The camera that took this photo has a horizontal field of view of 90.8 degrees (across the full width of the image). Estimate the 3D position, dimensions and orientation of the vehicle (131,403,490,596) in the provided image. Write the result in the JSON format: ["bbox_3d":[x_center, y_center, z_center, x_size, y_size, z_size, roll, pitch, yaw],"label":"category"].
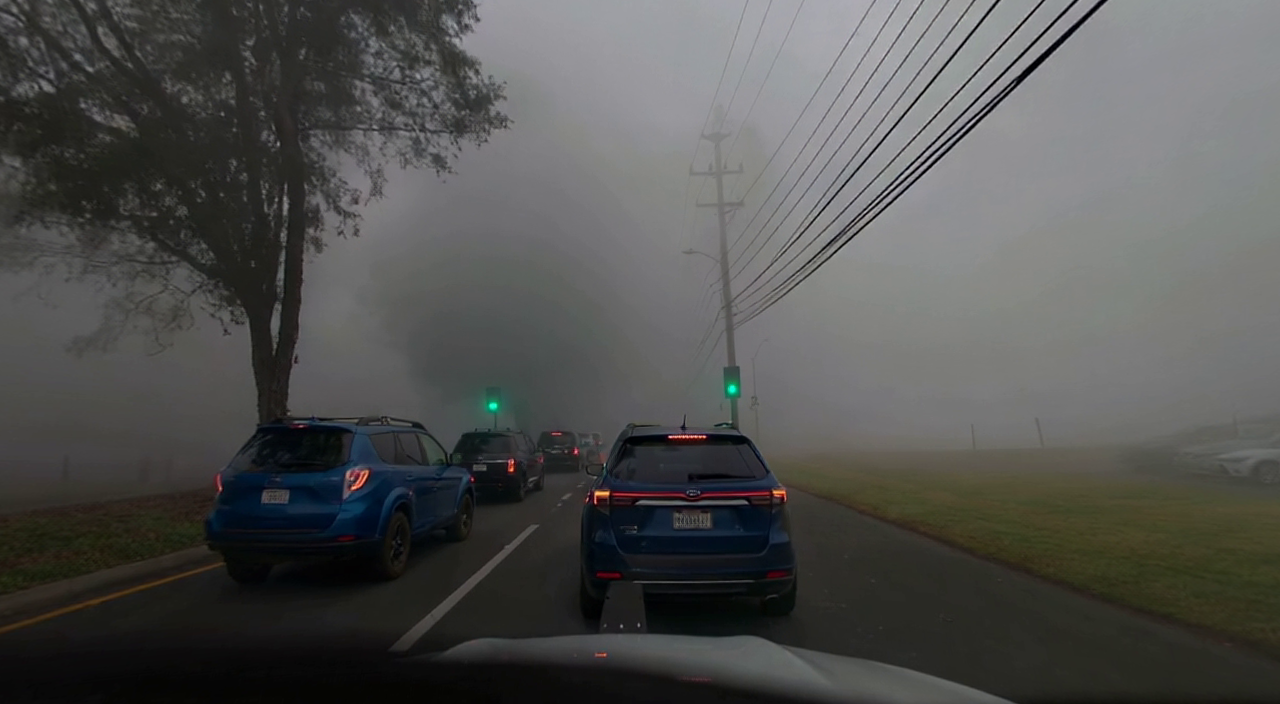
[{"bbox_3d":[-3.474,1.640,7.886,2.105,1.706,4.337,0,-9,0],"label":"vehicle"}]

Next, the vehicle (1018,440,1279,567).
[{"bbox_3d":[8.384,2.162,9.939,1.993,1.508,4.521,0,-9,-1],"label":"vehicle"}]

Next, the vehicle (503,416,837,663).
[{"bbox_3d":[0.116,1.450,5.958,2.056,1.487,4.003,0,-9,-2],"label":"vehicle"}]
